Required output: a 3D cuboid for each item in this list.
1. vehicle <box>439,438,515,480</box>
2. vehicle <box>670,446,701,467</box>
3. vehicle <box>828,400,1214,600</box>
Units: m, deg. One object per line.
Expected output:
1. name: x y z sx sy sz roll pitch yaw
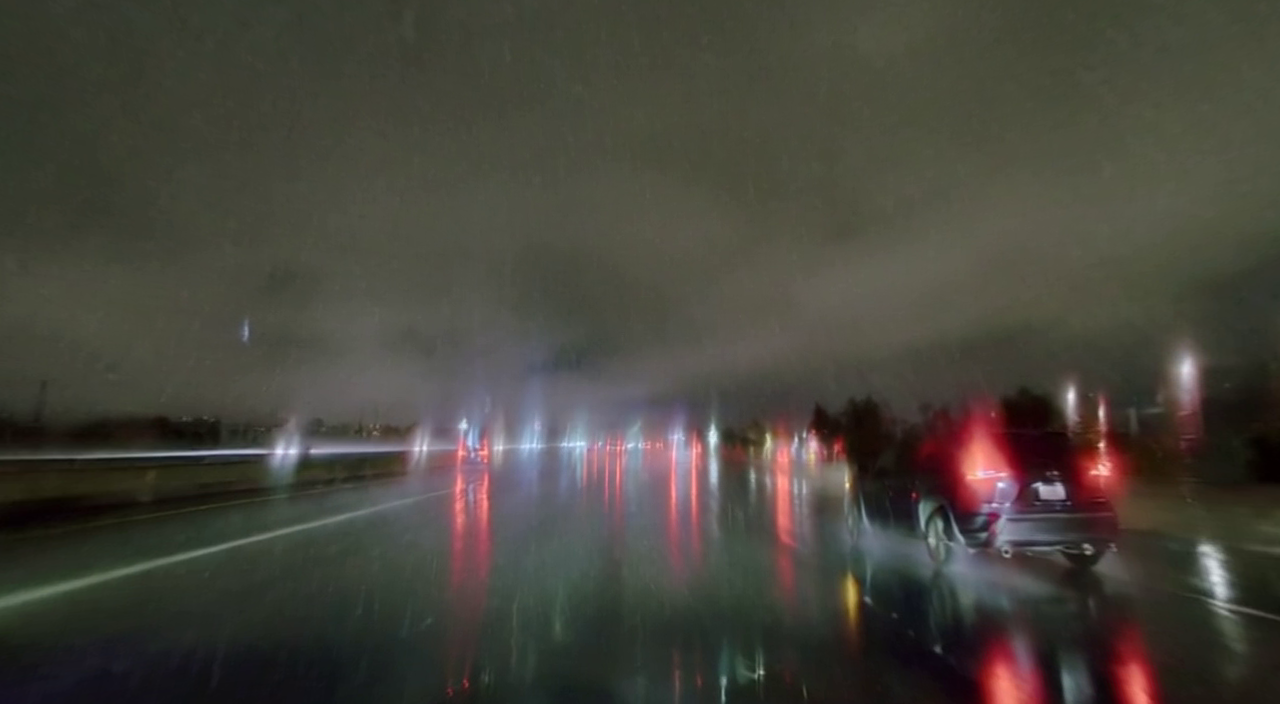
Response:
1. vehicle: -7.223 4.801 28.531 2.095 1.696 4.680 0 -9 1
2. vehicle: 3.401 7.939 47.941 2.038 1.497 4.167 0 -9 -1
3. vehicle: 4.310 1.753 8.362 2.153 1.860 4.689 0 -9 0
